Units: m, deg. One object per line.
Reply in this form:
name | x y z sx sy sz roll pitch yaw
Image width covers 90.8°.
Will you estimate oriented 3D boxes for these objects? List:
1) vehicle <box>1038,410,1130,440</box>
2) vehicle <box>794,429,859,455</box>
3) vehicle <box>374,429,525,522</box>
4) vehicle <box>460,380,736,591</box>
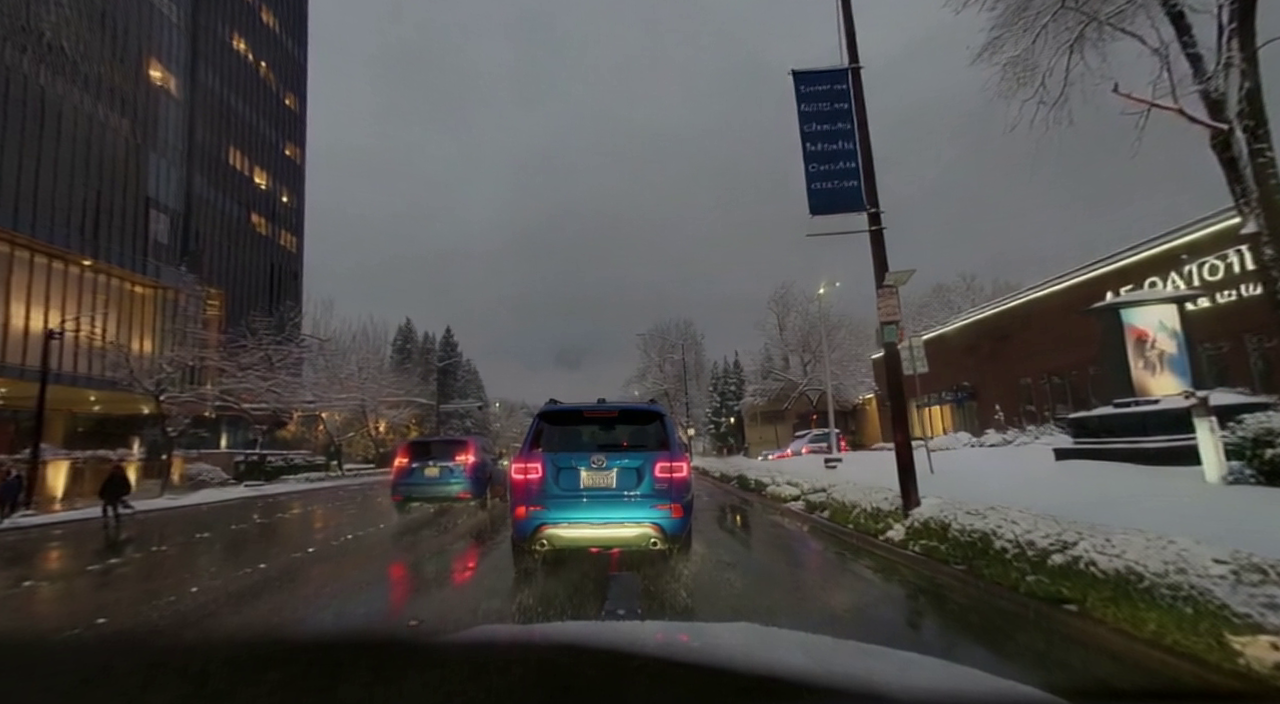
vehicle | 24.458 4.054 34.888 3.826 1.544 1.754 1 -8 -5
vehicle | 10.696 5.155 36.119 1.877 1.416 3.965 -8 -11 43
vehicle | -3.888 2.584 13.828 1.971 1.658 4.428 0 -8 -1
vehicle | -0.456 1.544 8.123 2.531 1.930 4.382 0 -8 -2
